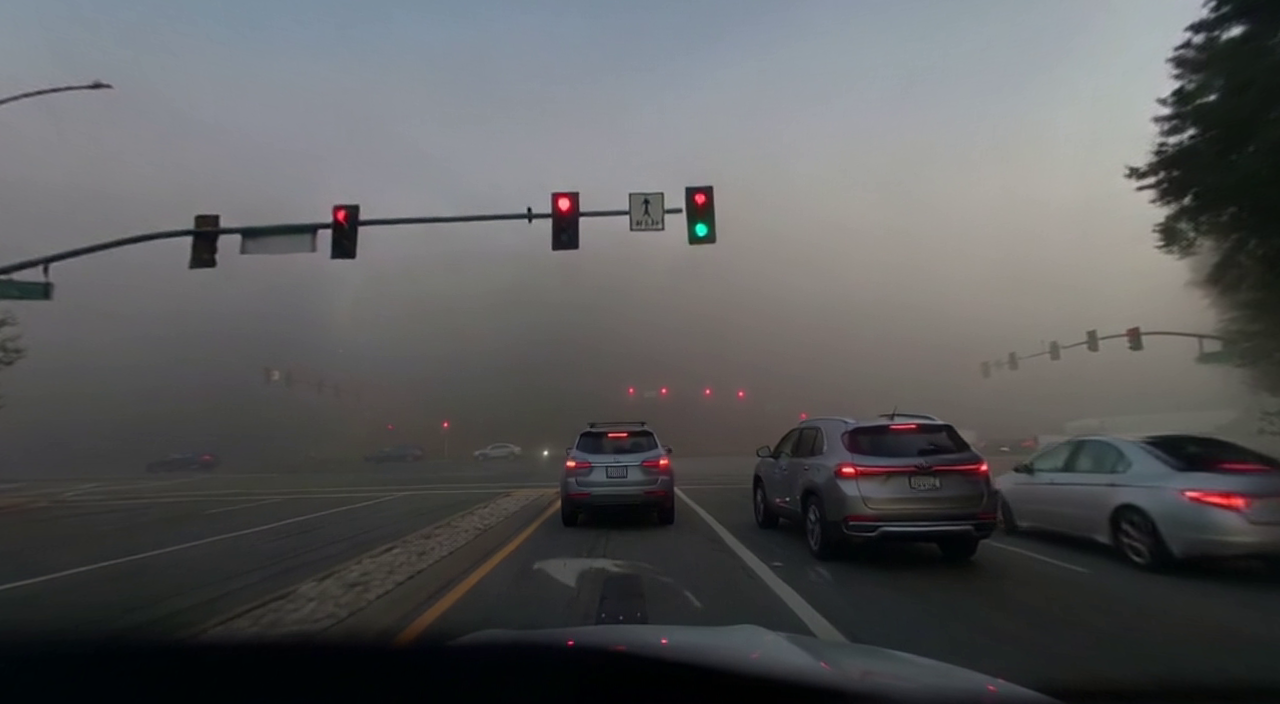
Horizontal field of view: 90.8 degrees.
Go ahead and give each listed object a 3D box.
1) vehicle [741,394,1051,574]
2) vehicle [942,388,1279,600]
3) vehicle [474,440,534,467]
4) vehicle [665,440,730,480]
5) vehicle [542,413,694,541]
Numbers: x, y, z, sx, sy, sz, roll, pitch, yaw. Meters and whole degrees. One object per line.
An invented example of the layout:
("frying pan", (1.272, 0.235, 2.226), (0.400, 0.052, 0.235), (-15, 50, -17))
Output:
("vehicle", (2.951, 1.653, 8.641), (2.228, 1.798, 4.370), (0, -9, -3))
("vehicle", (6.095, 1.548, 7.863), (2.049, 1.743, 5.146), (0, -8, -1))
("vehicle", (-9.191, 6.822, 42.550), (2.188, 1.712, 4.318), (7, -11, -38))
("vehicle", (2.208, 4.312, 25.597), (1.900, 1.459, 4.260), (1, -8, -5))
("vehicle", (-0.342, 1.996, 10.650), (2.039, 1.698, 4.144), (0, -8, -1))
